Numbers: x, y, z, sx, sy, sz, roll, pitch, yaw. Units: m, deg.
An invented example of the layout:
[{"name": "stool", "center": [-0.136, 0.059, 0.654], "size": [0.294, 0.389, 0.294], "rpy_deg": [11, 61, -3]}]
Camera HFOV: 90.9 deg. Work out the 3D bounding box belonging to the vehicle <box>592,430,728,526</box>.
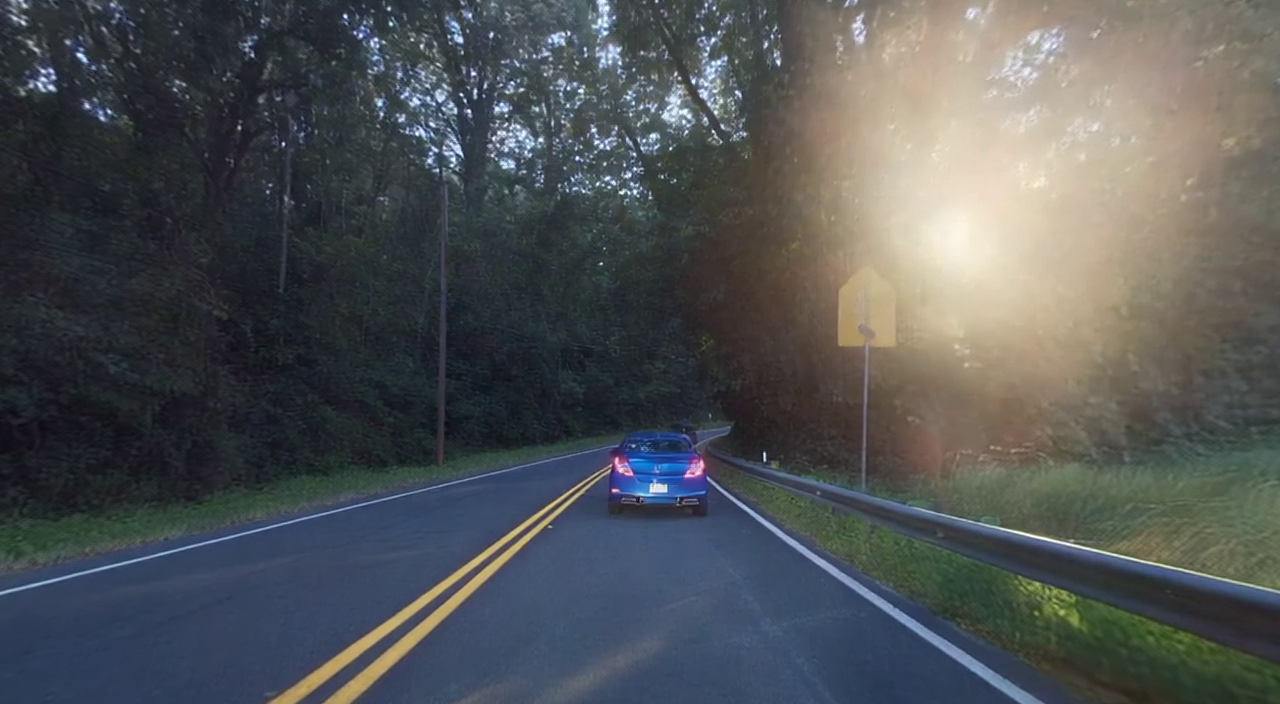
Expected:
[{"name": "vehicle", "center": [0.325, 2.323, 12.157], "size": [2.187, 1.533, 3.726], "rpy_deg": [0, -8, 0]}]
